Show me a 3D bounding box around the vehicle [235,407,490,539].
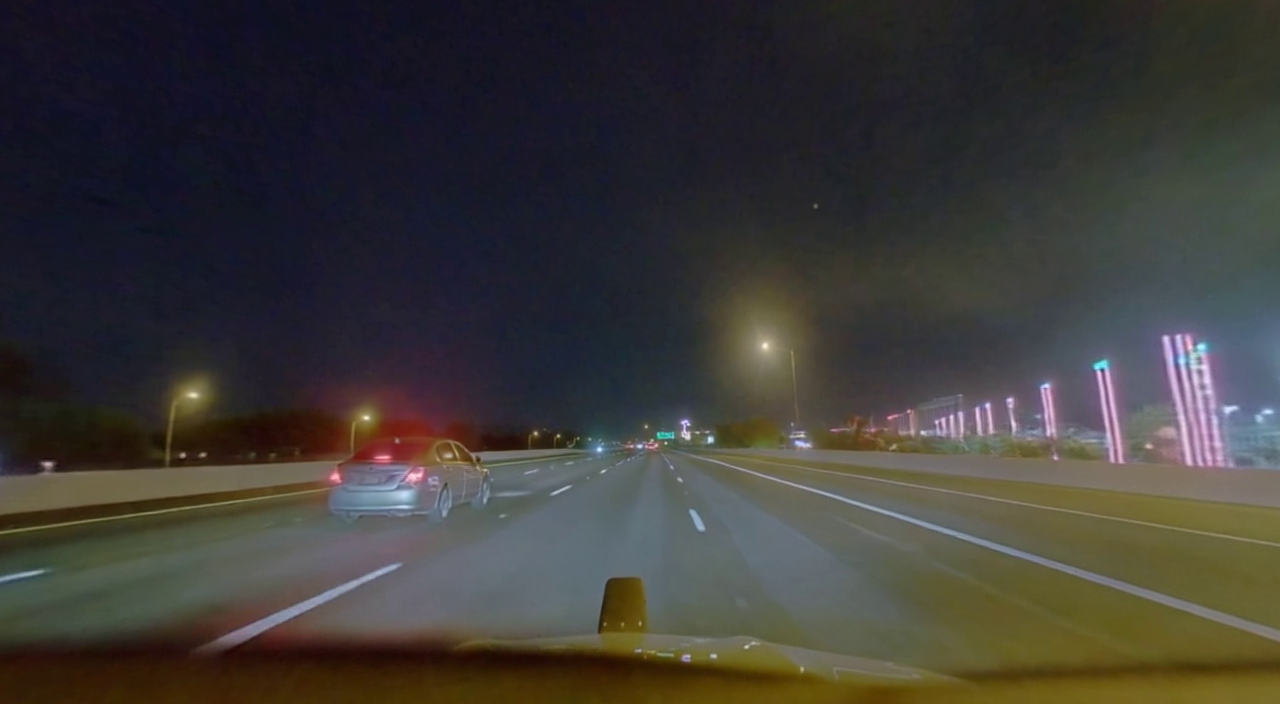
[{"bbox_3d":[-4.395,2.020,11.109,2.145,1.793,4.762,-1,-8,3],"label":"vehicle"}]
